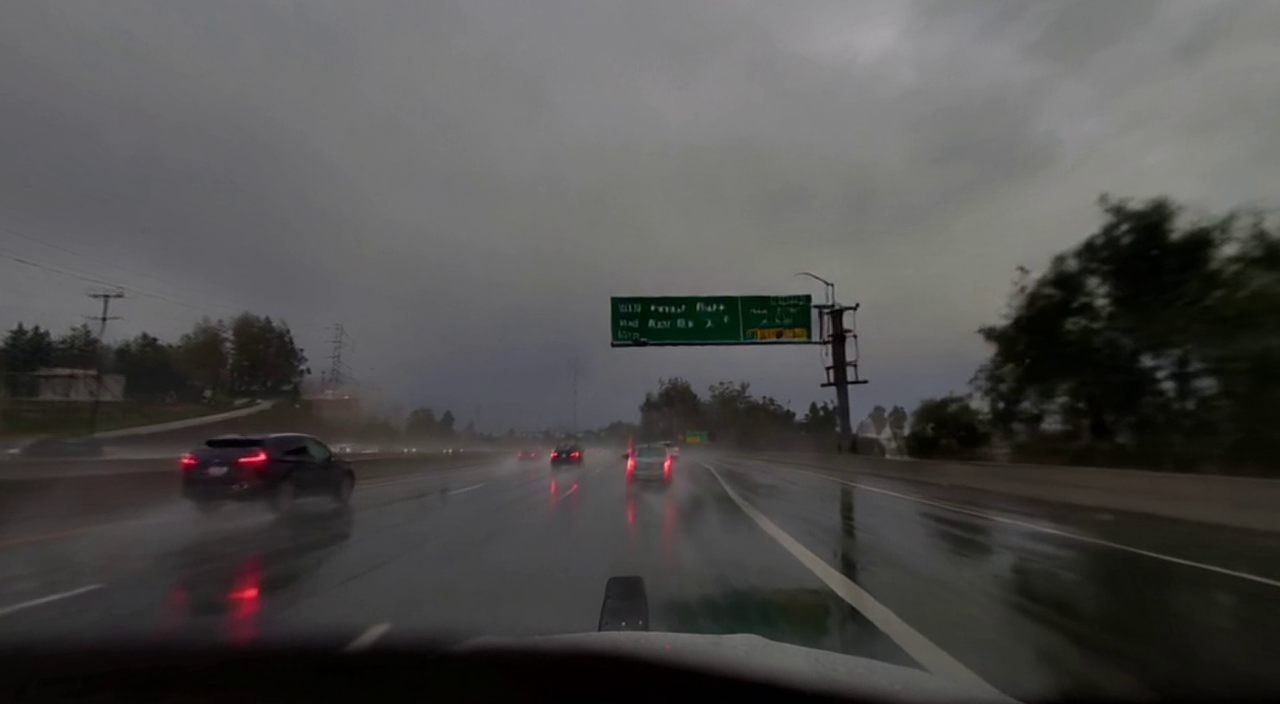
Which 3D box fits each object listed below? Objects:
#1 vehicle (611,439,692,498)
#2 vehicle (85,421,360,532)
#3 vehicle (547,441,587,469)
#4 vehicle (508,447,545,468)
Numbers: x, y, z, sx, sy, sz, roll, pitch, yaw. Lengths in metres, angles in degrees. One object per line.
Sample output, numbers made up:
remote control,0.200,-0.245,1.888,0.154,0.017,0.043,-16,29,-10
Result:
vehicle,0.237,3.321,18.406,2.082,1.482,4.126,0,-8,-2
vehicle,-7.916,2.404,12.805,2.206,1.788,4.914,0,-8,0
vehicle,-4.926,7.011,43.218,2.289,1.777,4.534,0,-8,-2
vehicle,-8.562,7.993,48.073,1.974,1.464,4.733,0,-8,0
